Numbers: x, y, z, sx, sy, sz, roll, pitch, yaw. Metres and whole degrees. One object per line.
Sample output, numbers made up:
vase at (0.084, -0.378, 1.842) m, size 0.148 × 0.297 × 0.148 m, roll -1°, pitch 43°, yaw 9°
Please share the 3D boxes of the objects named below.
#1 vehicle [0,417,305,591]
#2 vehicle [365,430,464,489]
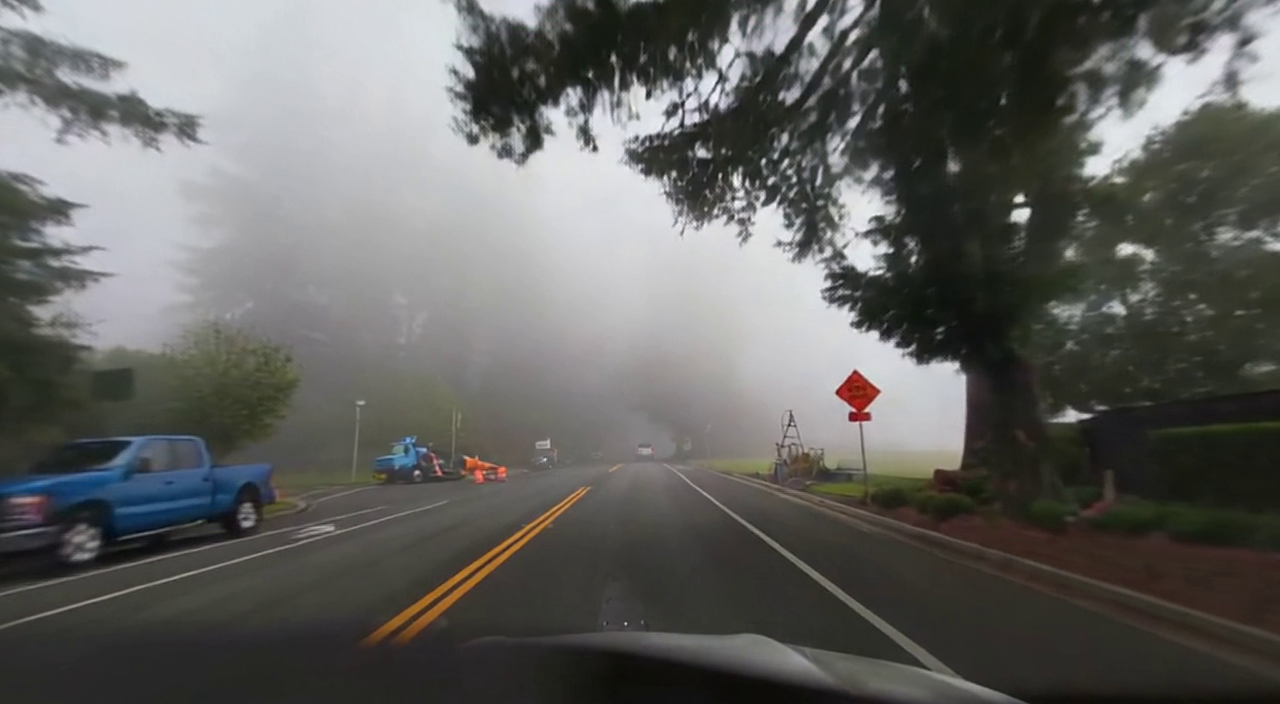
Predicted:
vehicle at (-8.319, 2.277, 10.524) m, size 2.375 × 2.016 × 5.936 m, roll -4°, pitch -7°, yaw -1°
vehicle at (-10.618, 5.052, 29.867) m, size 4.120 × 2.628 × 2.064 m, roll 3°, pitch -9°, yaw -18°
